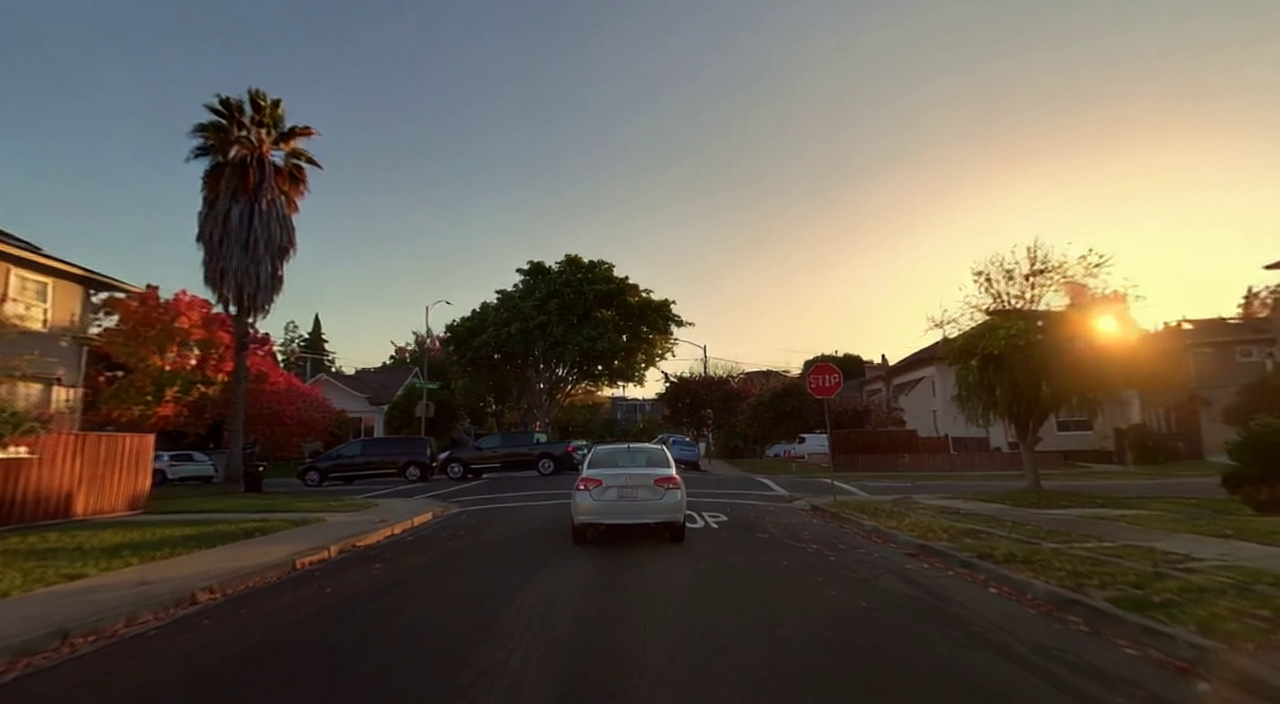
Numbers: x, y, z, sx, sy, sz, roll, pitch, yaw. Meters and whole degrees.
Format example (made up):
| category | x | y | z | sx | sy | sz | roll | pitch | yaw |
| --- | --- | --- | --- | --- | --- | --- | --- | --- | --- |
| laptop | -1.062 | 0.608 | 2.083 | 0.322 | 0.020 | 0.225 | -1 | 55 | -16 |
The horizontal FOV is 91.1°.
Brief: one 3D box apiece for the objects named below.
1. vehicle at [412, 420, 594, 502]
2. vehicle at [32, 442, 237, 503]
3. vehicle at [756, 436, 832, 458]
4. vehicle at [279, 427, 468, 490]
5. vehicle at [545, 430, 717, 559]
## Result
| category | x | y | z | sx | sy | sz | roll | pitch | yaw |
| --- | --- | --- | --- | --- | --- | --- | --- | --- | --- |
| vehicle | -4.505 | 3.411 | 20.039 | 5.941 | 2.187 | 2.730 | -8 | -12 | 43 |
| vehicle | -15.125 | 3.681 | 18.976 | 4.521 | 1.447 | 1.913 | -4 | -13 | 1 |
| vehicle | 12.040 | 7.470 | 49.317 | 5.379 | 1.731 | 2.080 | 0 | -9 | 0 |
| vehicle | -9.695 | 3.832 | 22.868 | 6.308 | 2.057 | 2.353 | -3 | -9 | 20 |
| vehicle | -0.112 | 1.993 | 9.493 | 2.010 | 1.499 | 4.107 | 0 | -9 | 0 |
